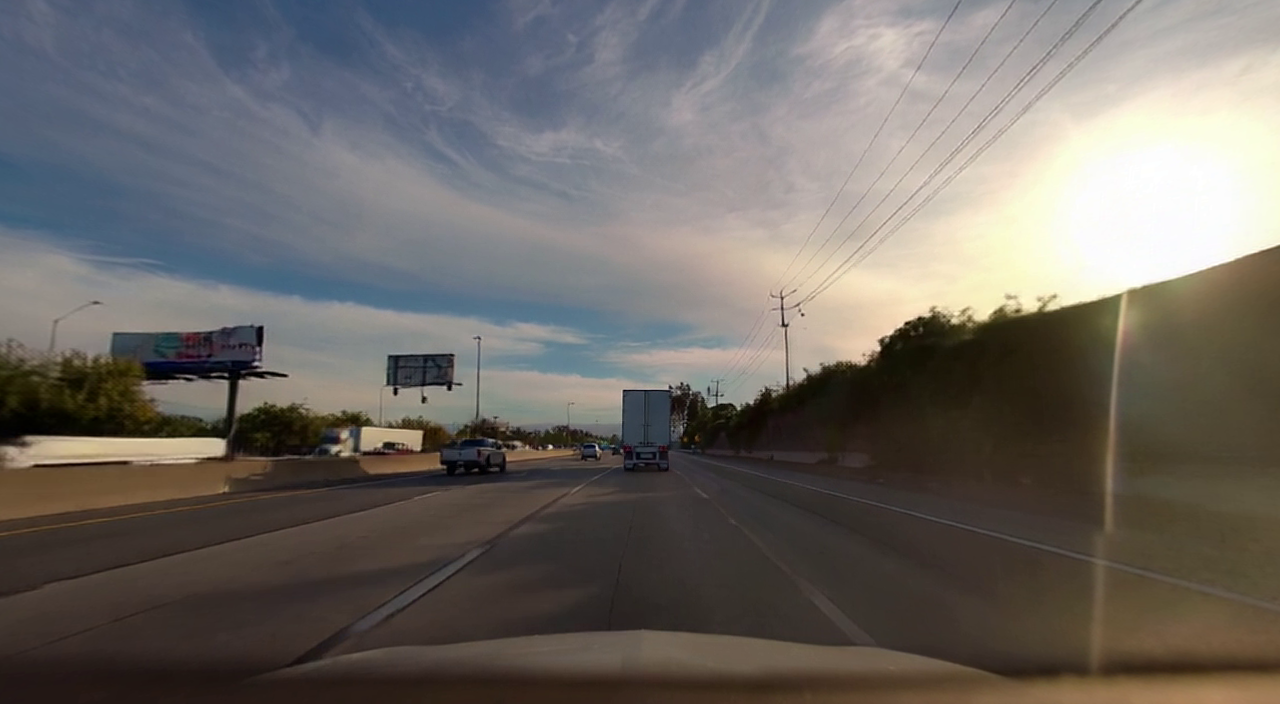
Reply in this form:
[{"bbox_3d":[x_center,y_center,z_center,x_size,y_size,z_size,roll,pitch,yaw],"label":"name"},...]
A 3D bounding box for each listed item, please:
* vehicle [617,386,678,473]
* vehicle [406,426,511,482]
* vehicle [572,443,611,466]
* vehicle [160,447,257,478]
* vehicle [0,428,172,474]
[{"bbox_3d":[0.553,4.449,35.300,2.879,4.027,11.243,0,-8,2],"label":"vehicle"},{"bbox_3d":[-6.987,4.009,25.076,2.263,1.936,5.802,0,-8,2],"label":"vehicle"},{"bbox_3d":[-3.293,7.038,43.615,2.138,1.469,4.677,-1,-8,3],"label":"vehicle"},{"bbox_3d":[-21.850,5.562,32.160,1.732,1.442,4.458,0,-8,1],"label":"vehicle"},{"bbox_3d":[-32.864,5.367,34.329,2.683,2.234,16.264,0,-8,0],"label":"vehicle"}]
